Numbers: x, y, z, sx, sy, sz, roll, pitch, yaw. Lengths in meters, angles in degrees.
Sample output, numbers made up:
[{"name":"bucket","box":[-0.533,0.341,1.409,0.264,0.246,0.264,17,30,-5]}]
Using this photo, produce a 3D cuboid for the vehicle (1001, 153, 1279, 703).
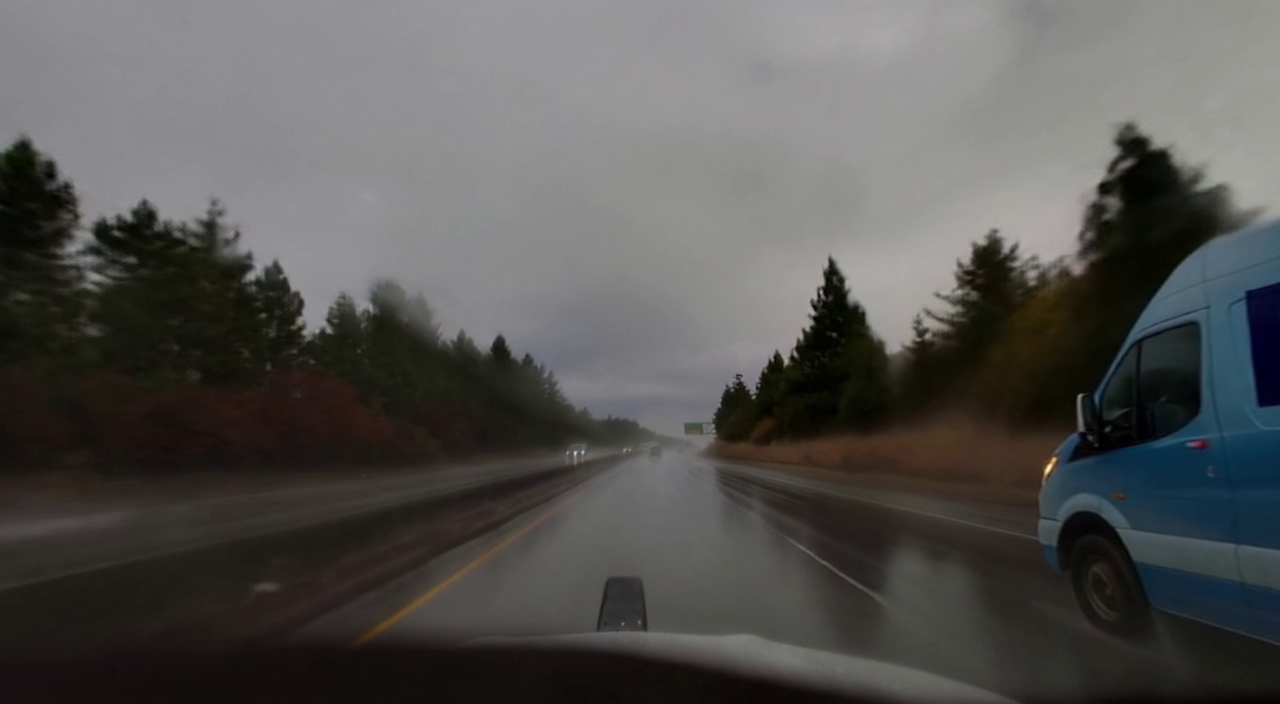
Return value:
[{"name":"vehicle","box":[3.997,0.256,1.514,2.522,2.556,6.180,0,-9,0]}]
